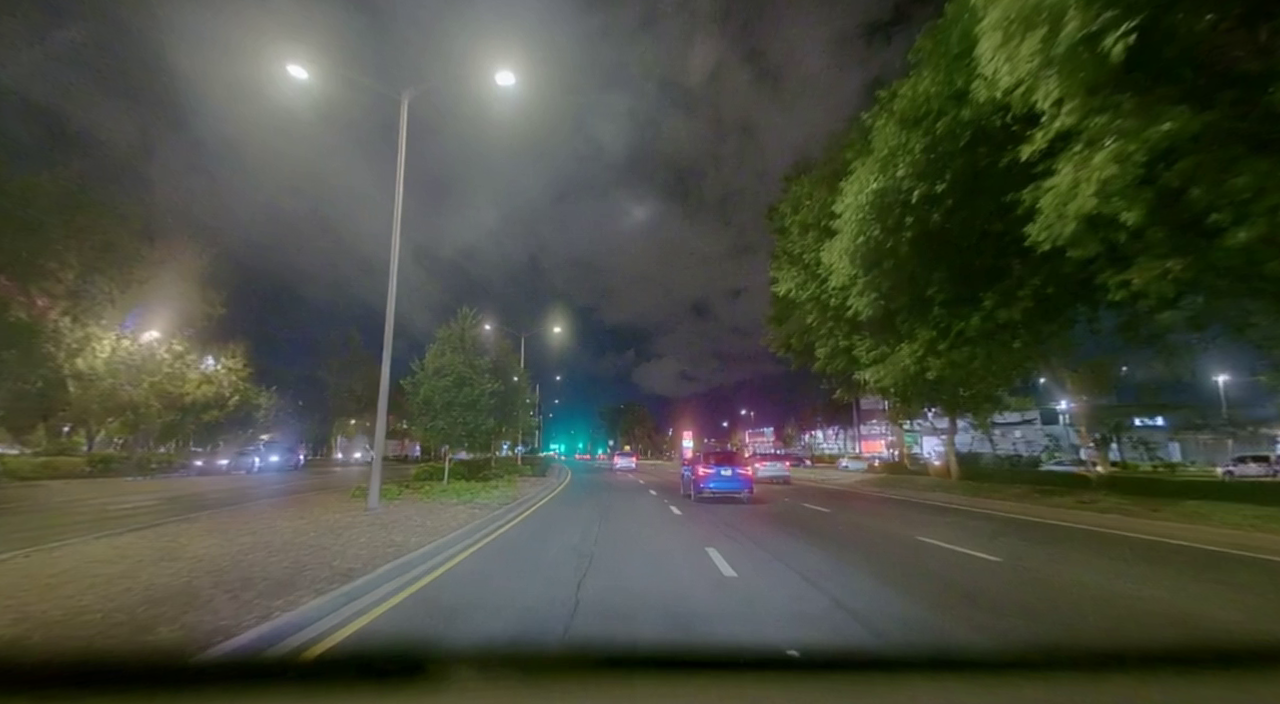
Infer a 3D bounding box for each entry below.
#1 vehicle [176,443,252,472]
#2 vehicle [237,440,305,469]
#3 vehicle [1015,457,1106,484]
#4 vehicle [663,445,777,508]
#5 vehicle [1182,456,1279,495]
[{"bbox_3d":[-24.968,6.190,37.083,1.689,1.595,4.293,1,-9,-4],"label":"vehicle"},{"bbox_3d":[-25.214,7.014,43.219,1.982,1.811,4.730,1,-9,-3],"label":"vehicle"},{"bbox_3d":[28.172,7.934,42.376,1.905,1.561,4.816,3,-9,-18],"label":"vehicle"},{"bbox_3d":[1.957,3.235,16.883,2.256,1.451,4.313,1,-9,-3],"label":"vehicle"},{"bbox_3d":[32.027,6.512,33.410,4.883,1.887,2.293,2,-9,-13],"label":"vehicle"}]
